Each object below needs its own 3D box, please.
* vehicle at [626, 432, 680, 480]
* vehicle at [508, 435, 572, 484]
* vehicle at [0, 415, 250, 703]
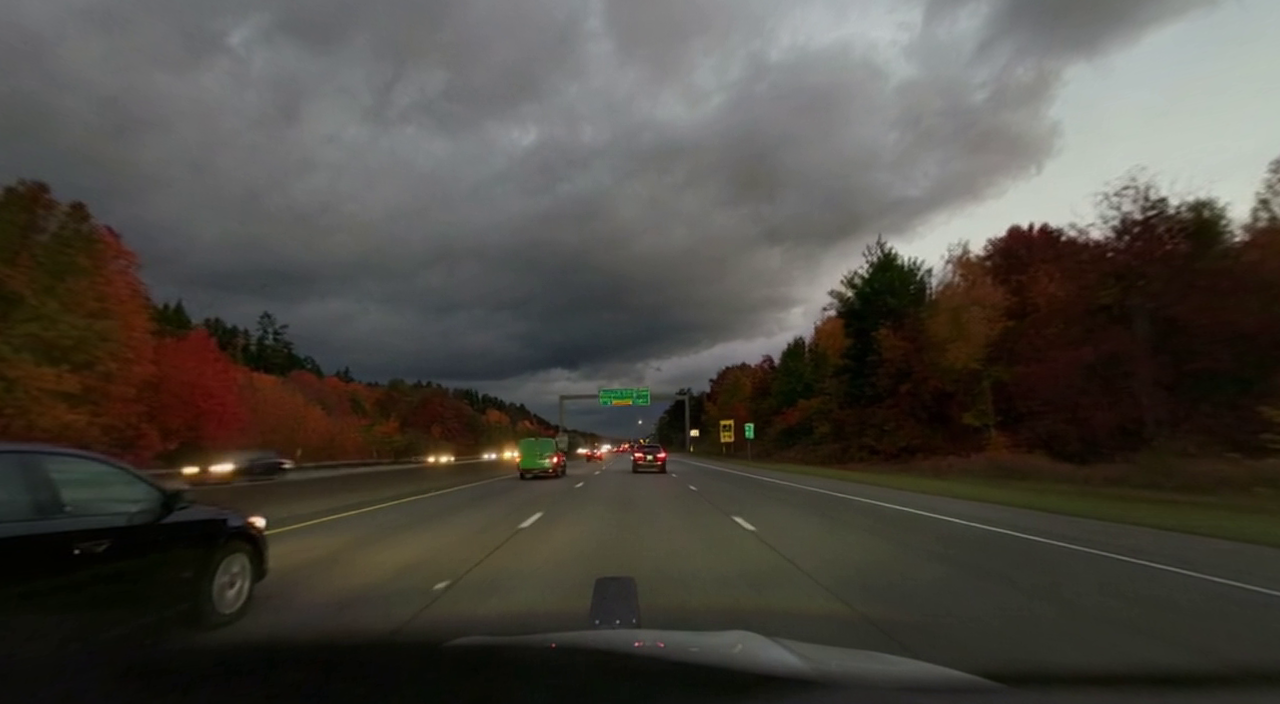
[{"bbox_3d":[0.511,4.644,28.041,2.179,1.930,4.538,0,-9,-1],"label":"vehicle"},{"bbox_3d":[-3.998,4.381,25.731,2.021,1.790,3.907,0,-9,0],"label":"vehicle"},{"bbox_3d":[-3.845,0.952,2.192,2.020,1.496,4.552,0,-9,0],"label":"vehicle"}]
